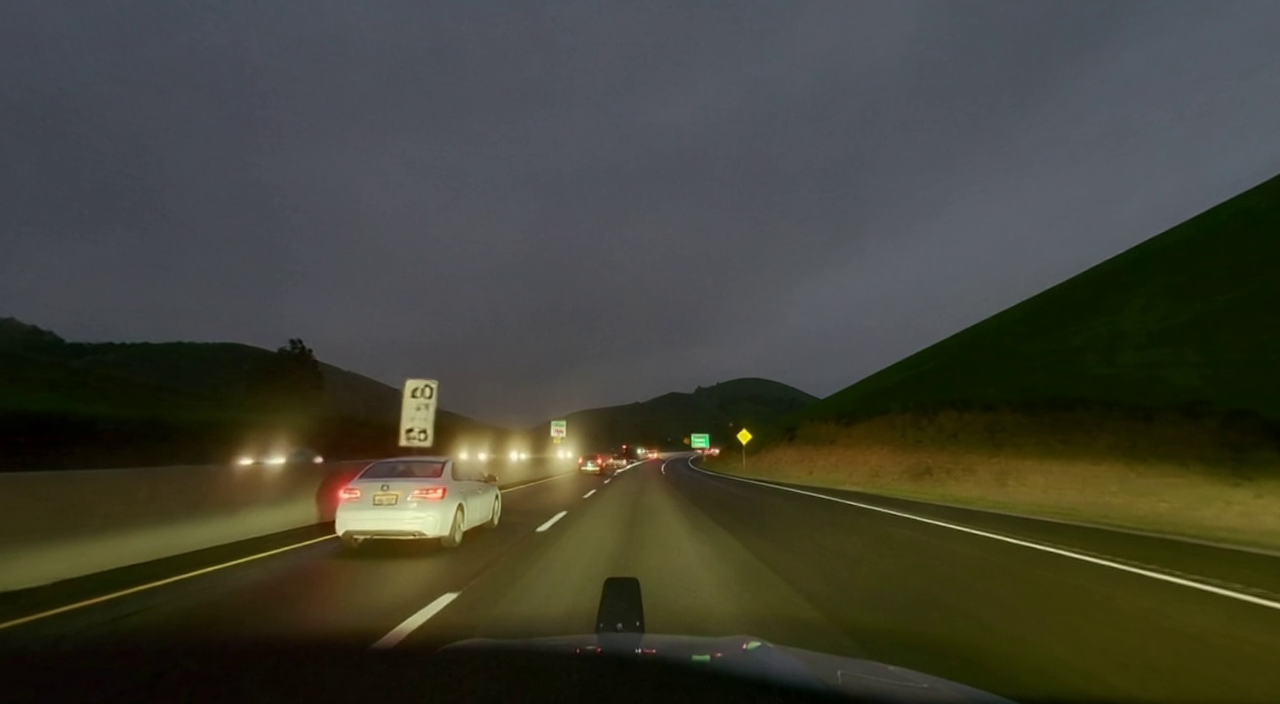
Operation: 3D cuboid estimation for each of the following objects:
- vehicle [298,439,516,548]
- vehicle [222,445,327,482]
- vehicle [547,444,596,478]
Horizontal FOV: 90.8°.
[{"bbox_3d":[-3.580,2.263,10.791,1.988,1.440,4.504,0,-9,0],"label":"vehicle"},{"bbox_3d":[-15.926,4.869,27.804,1.930,1.482,4.513,0,-9,0],"label":"vehicle"},{"bbox_3d":[-3.588,5.830,33.874,2.073,1.694,4.162,0,-9,1],"label":"vehicle"}]
